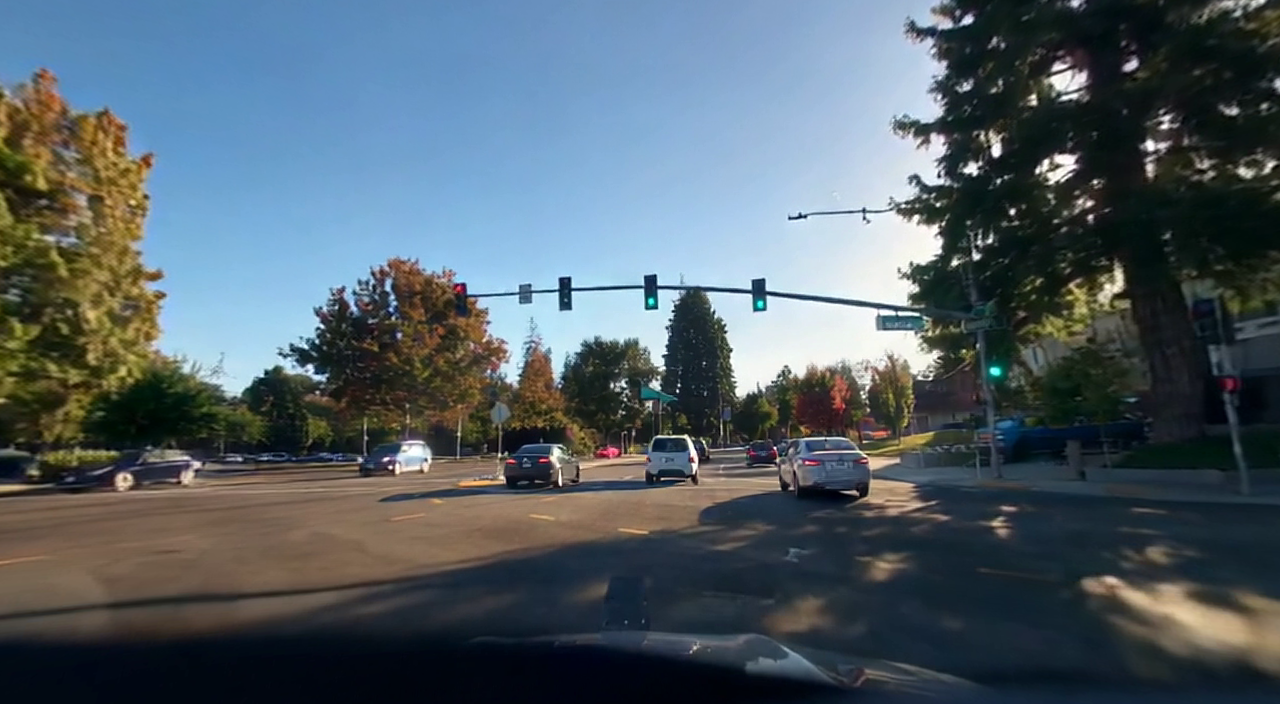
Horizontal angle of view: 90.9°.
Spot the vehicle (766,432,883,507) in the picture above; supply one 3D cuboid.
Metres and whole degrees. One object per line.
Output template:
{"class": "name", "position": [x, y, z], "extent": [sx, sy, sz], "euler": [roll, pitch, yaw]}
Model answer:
{"class": "vehicle", "position": [4.224, 2.745, 15.027], "extent": [1.859, 1.540, 3.454], "euler": [-1, -9, 2]}

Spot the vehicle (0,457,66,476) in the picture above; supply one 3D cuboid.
{"class": "vehicle", "position": [-45.424, 8.576, 47.124], "extent": [3.435, 1.356, 1.713], "euler": [-2, -9, 7]}

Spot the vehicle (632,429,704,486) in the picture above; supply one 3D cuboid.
{"class": "vehicle", "position": [1.089, 3.636, 21.913], "extent": [2.250, 1.768, 4.574], "euler": [-1, -9, 6]}

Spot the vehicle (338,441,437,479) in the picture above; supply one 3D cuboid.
{"class": "vehicle", "position": [-10.958, 4.722, 27.764], "extent": [2.009, 1.527, 4.534], "euler": [-1, -9, 7]}

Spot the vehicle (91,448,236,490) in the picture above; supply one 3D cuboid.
{"class": "vehicle", "position": [-18.218, 4.471, 24.425], "extent": [1.869, 1.449, 4.417], "euler": [-1, -9, 6]}

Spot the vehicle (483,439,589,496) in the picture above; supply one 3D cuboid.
{"class": "vehicle", "position": [-2.919, 3.381, 18.810], "extent": [2.006, 1.464, 4.586], "euler": [-1, -9, 5]}
